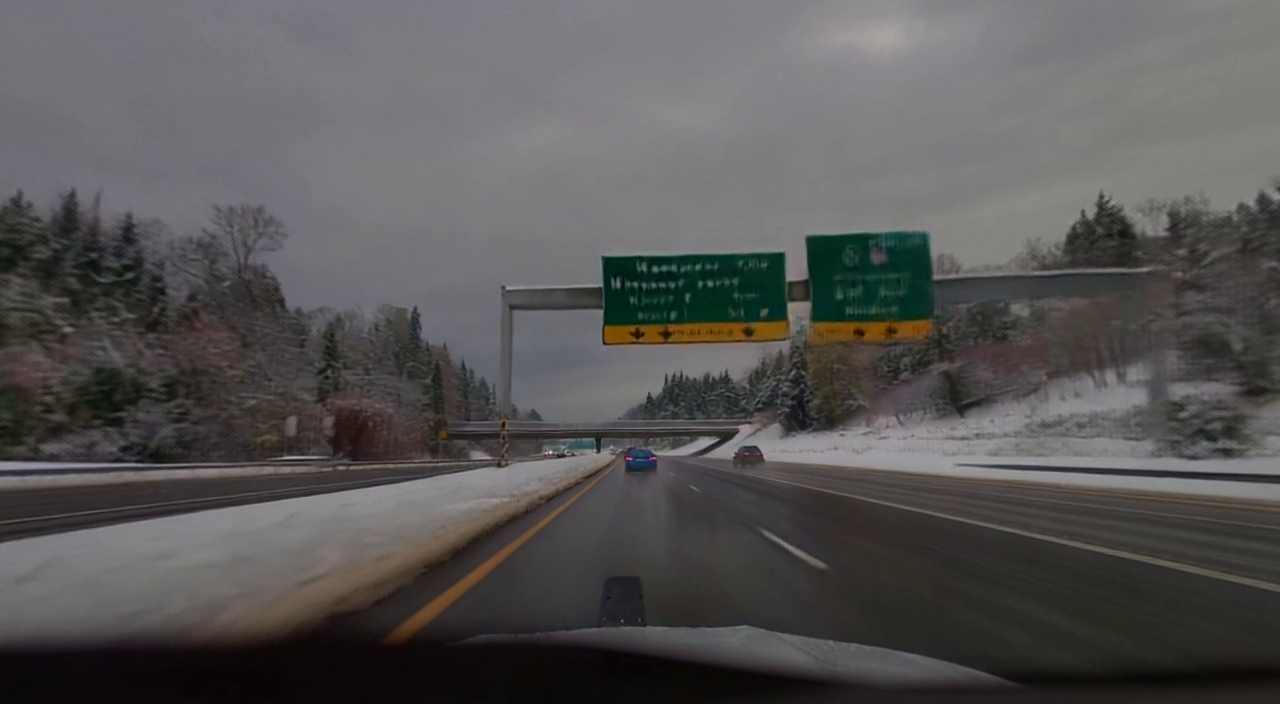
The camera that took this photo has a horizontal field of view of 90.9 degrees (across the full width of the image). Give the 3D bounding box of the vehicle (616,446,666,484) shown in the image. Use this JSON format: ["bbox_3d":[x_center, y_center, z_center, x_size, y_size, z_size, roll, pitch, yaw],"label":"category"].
[{"bbox_3d":[0.008,4.892,27.668,2.069,1.523,4.012,0,-9,-1],"label":"vehicle"}]

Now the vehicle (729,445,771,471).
[{"bbox_3d":[7.437,7.190,42.955,2.006,1.639,4.087,0,-9,-1],"label":"vehicle"}]
